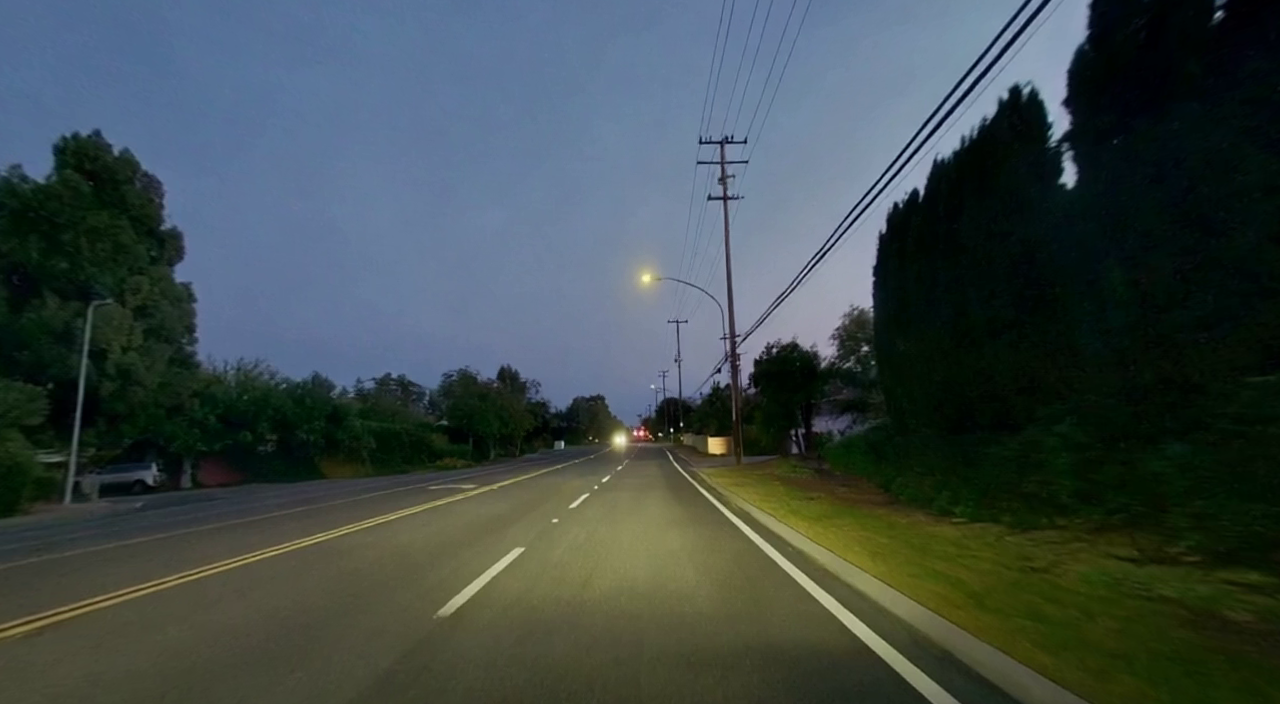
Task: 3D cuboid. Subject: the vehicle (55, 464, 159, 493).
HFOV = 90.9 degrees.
[{"bbox_3d":[-29.703,7.037,35.209,4.175,1.462,1.822,-1,-8,2],"label":"vehicle"}]
